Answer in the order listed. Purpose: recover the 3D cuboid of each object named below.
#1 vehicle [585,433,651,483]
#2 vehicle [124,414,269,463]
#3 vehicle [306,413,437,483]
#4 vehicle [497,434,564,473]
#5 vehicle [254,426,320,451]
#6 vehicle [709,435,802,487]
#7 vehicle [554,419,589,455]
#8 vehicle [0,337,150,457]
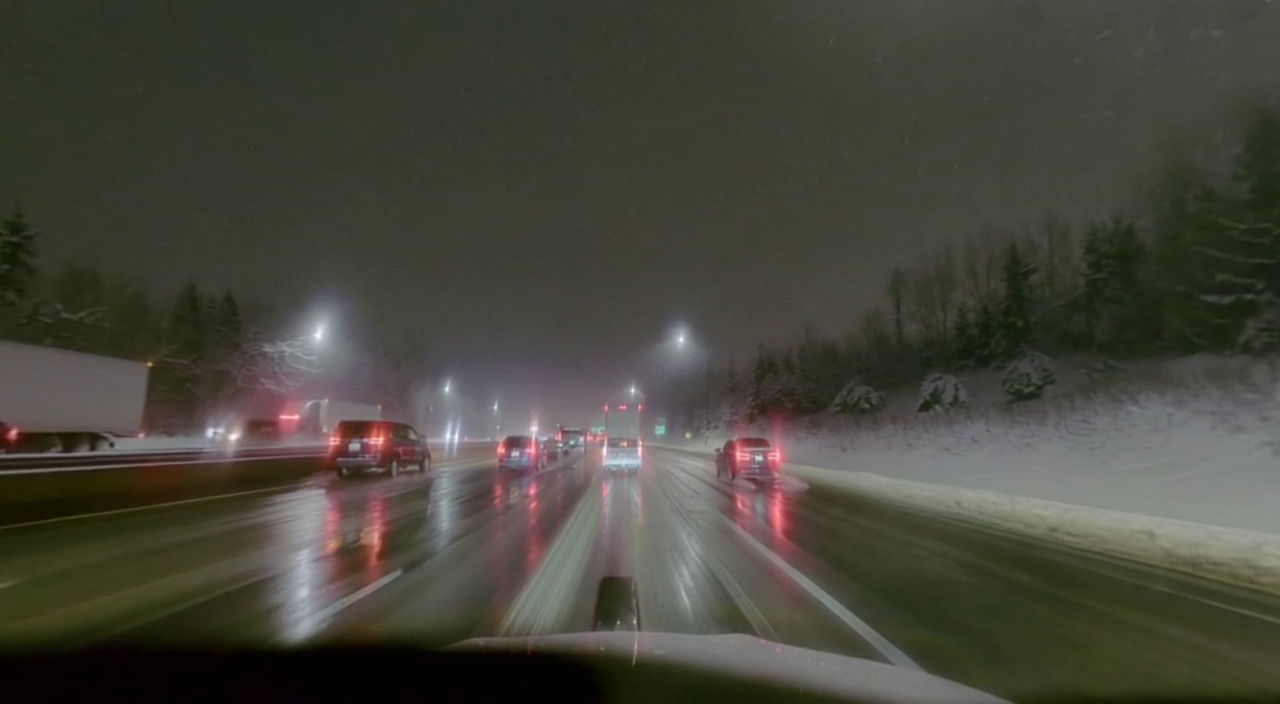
[{"bbox_3d":[-0.694,3.462,20.919,1.980,1.478,3.758,0,-8,-1],"label":"vehicle"},{"bbox_3d":[-15.055,2.991,21.709,1.885,1.496,4.446,0,-8,-2],"label":"vehicle"},{"bbox_3d":[-8.264,3.001,19.930,2.158,1.943,4.662,0,-8,-1],"label":"vehicle"},{"bbox_3d":[-4.459,4.181,26.242,2.046,1.493,4.384,0,-8,0],"label":"vehicle"},{"bbox_3d":[-23.747,5.838,42.516,2.068,1.563,4.337,0,-8,-2],"label":"vehicle"},{"bbox_3d":[3.546,3.413,20.189,1.981,1.474,4.396,0,-8,-3],"label":"vehicle"},{"bbox_3d":[-5.249,6.673,49.182,2.303,2.610,6.579,0,-8,-3],"label":"vehicle"},{"bbox_3d":[-22.898,1.458,20.575,2.881,3.978,14.159,0,-8,-2],"label":"vehicle"}]
